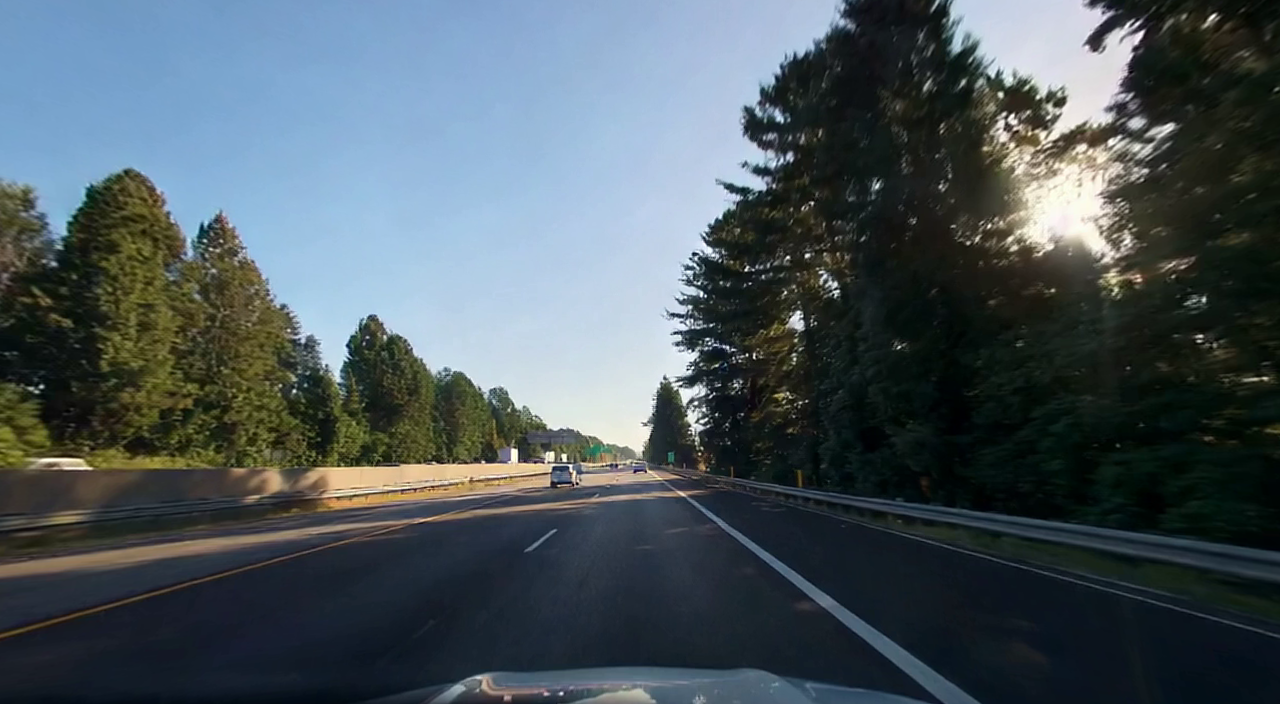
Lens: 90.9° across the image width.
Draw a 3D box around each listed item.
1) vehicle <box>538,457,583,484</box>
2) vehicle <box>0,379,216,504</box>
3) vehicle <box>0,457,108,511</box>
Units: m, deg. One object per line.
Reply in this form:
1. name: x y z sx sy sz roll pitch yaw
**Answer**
1. vehicle: -5.150 7.768 41.323 2.175 1.658 4.582 0 -10 2
2. vehicle: -22.964 3.637 24.705 2.862 4.117 14.145 1 -10 0
3. vehicle: -18.849 3.979 19.251 1.857 1.503 3.716 1 -10 0
